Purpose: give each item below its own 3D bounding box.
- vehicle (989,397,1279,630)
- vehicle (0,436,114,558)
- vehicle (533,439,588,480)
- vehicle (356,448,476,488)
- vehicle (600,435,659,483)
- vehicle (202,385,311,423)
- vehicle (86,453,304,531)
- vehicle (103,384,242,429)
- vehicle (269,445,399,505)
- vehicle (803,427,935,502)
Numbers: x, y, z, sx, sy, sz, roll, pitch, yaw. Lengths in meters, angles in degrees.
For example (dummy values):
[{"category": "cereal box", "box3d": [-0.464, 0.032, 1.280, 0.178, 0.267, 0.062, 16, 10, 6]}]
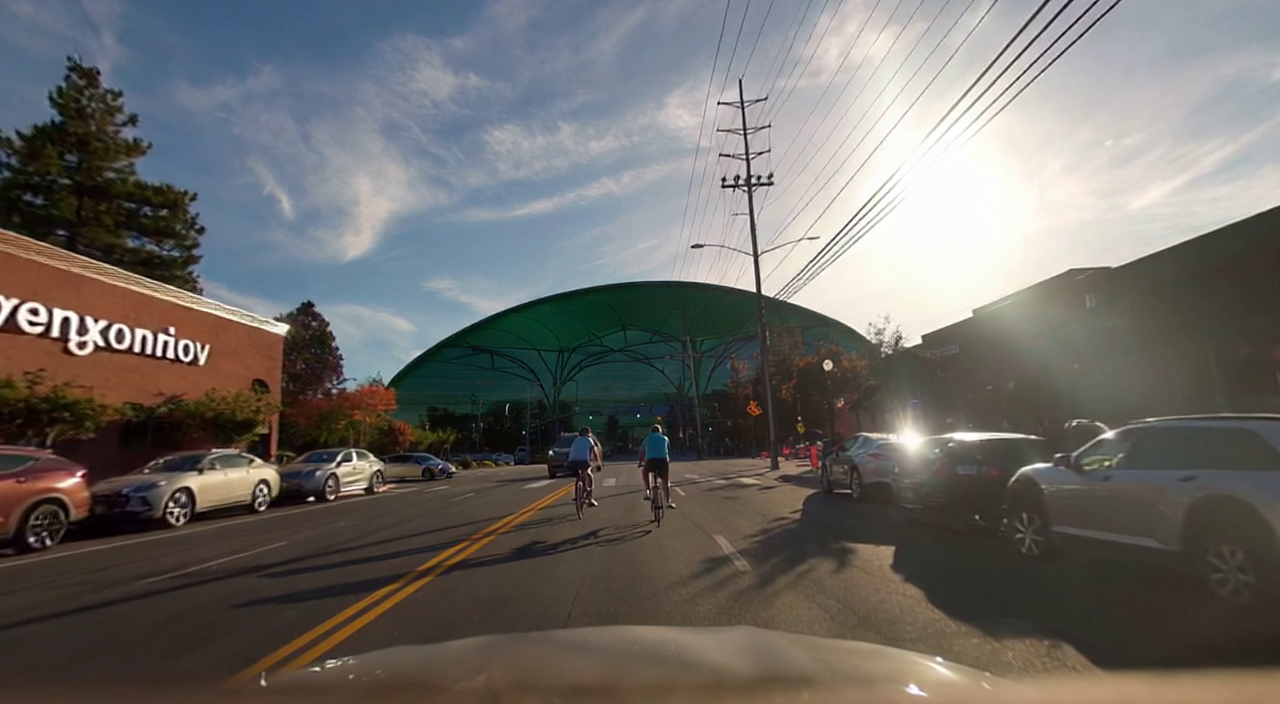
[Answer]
[{"category": "vehicle", "box3d": [5.543, 1.366, 6.001, 1.972, 1.623, 4.469, 0, -8, 2]}, {"category": "vehicle", "box3d": [-10.420, 2.110, 9.053, 1.937, 1.780, 4.477, 0, -8, -1]}, {"category": "vehicle", "box3d": [-4.026, 5.514, 32.798, 2.184, 1.954, 4.898, 0, -8, 0]}, {"category": "vehicle", "box3d": [-10.788, 5.622, 30.740, 4.961, 1.832, 2.287, 0, -8, 0]}, {"category": "vehicle", "box3d": [-0.404, 4.283, 25.535, 2.190, 1.783, 4.048, 0, -8, -1]}, {"category": "vehicle", "box3d": [-17.160, 2.368, 28.398, 3.685, 1.584, 1.708, 1, -9, -3]}, {"category": "vehicle", "box3d": [-10.316, 3.224, 15.211, 1.904, 1.495, 4.585, 0, -8, 0]}, {"category": "vehicle", "box3d": [-17.309, 2.048, 23.522, 3.750, 1.495, 1.727, -1, -8, -2]}, {"category": "vehicle", "box3d": [-10.280, 4.113, 21.771, 2.075, 1.816, 4.900, 0, -8, -1]}, {"category": "vehicle", "box3d": [5.779, 2.875, 16.540, 1.873, 1.714, 3.979, 0, -8, -1]}]
